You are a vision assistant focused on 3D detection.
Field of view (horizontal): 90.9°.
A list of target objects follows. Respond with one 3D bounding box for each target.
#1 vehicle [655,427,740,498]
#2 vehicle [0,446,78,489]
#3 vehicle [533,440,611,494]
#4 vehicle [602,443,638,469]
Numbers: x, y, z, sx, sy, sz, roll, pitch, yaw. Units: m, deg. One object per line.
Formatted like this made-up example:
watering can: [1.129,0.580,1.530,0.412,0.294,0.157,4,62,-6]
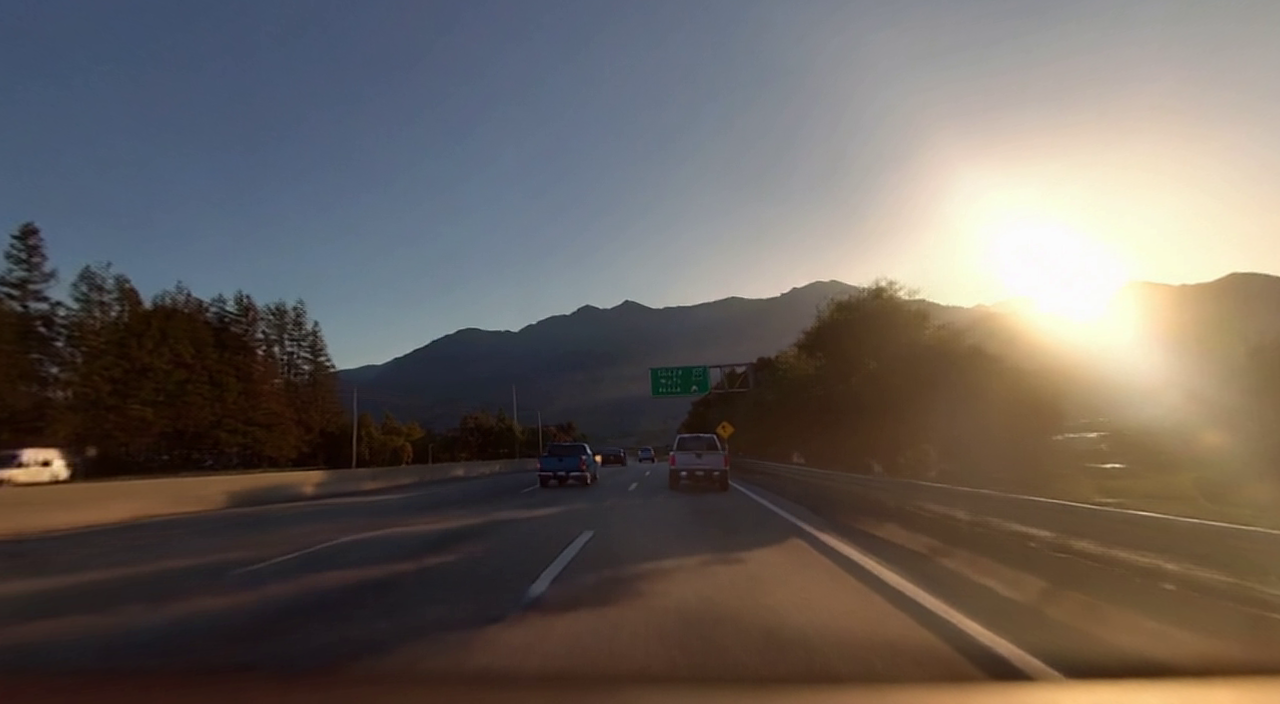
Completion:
vehicle: [1.624,3.333,19.362,2.229,1.837,5.387,-1,-9,2]
vehicle: [-38.333,6.905,37.971,2.443,2.489,6.703,-1,-9,4]
vehicle: [-2.163,3.790,21.165,1.959,1.604,4.065,-1,-9,3]
vehicle: [-1.370,7.250,44.098,2.106,1.651,4.040,-1,-9,4]
